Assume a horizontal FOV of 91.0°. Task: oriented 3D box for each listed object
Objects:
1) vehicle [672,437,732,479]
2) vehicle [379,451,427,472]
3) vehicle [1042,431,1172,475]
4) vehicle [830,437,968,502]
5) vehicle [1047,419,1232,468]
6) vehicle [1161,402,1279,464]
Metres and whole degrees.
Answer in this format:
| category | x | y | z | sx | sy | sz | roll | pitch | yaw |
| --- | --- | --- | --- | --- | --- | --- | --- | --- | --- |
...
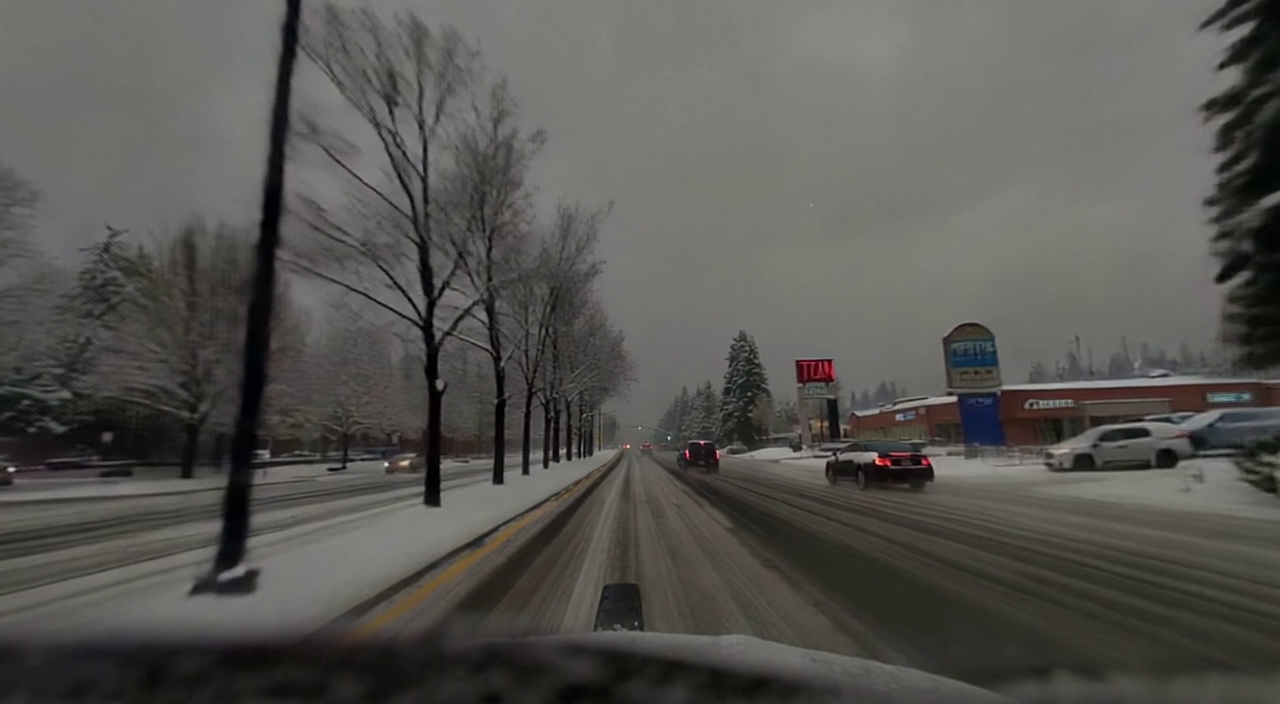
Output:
| category | x | y | z | sx | sy | sz | roll | pitch | yaw |
| --- | --- | --- | --- | --- | --- | --- | --- | --- | --- |
| vehicle | 2.649 | 4.659 | 27.908 | 2.161 | 1.676 | 4.151 | 0 | -9 | -1 |
| vehicle | -17.987 | 8.349 | 48.053 | 1.851 | 1.480 | 4.501 | 0 | -9 | 1 |
| vehicle | 18.745 | 4.065 | 25.392 | 3.719 | 1.537 | 1.807 | -3 | -9 | -1 |
| vehicle | 6.806 | 3.118 | 17.097 | 1.886 | 1.528 | 4.169 | 0 | -9 | -1 |
| vehicle | 22.891 | 4.303 | 29.465 | 2.858 | 2.005 | 6.831 | 1 | -8 | -2 |
| vehicle | 28.255 | 3.896 | 29.645 | 2.438 | 2.602 | 5.677 | 0 | -9 | 0 |
